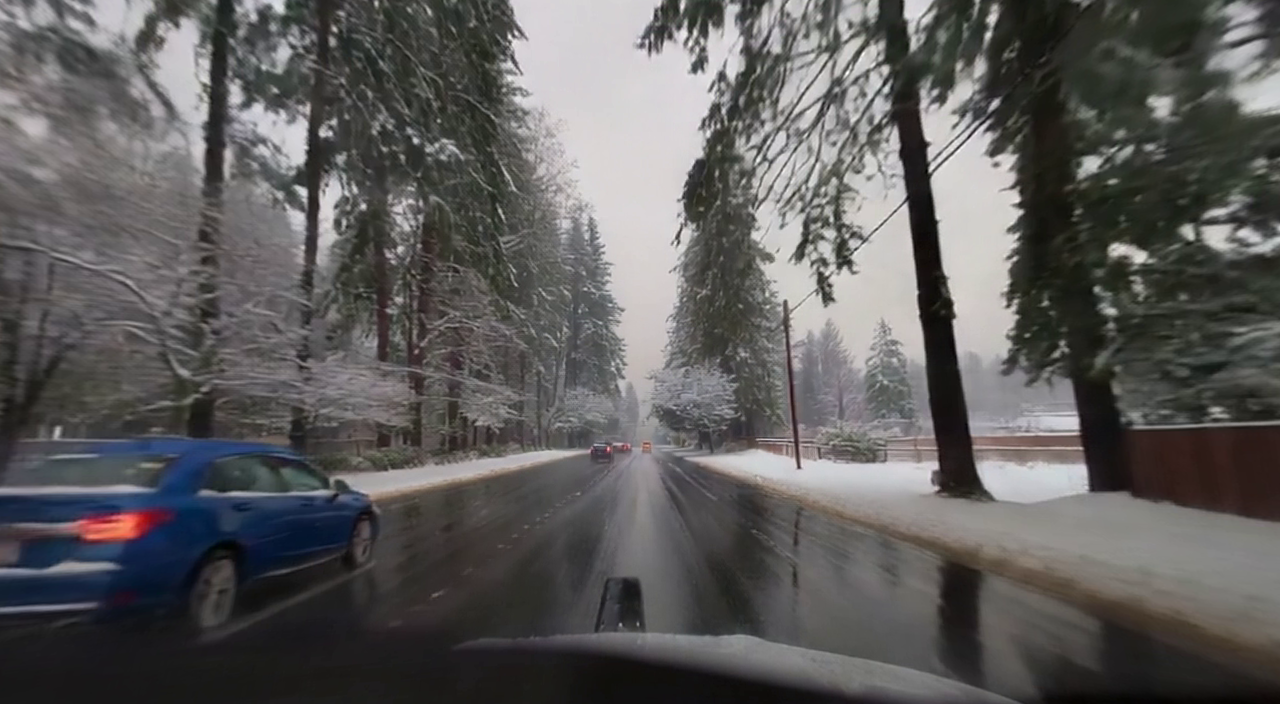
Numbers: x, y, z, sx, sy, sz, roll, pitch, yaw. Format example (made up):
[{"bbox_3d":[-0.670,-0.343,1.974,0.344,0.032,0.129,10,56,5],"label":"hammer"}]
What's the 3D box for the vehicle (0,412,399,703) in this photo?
[{"bbox_3d":[-3.768,1.323,5.138,1.870,1.431,4.317,0,-9,1],"label":"vehicle"}]
